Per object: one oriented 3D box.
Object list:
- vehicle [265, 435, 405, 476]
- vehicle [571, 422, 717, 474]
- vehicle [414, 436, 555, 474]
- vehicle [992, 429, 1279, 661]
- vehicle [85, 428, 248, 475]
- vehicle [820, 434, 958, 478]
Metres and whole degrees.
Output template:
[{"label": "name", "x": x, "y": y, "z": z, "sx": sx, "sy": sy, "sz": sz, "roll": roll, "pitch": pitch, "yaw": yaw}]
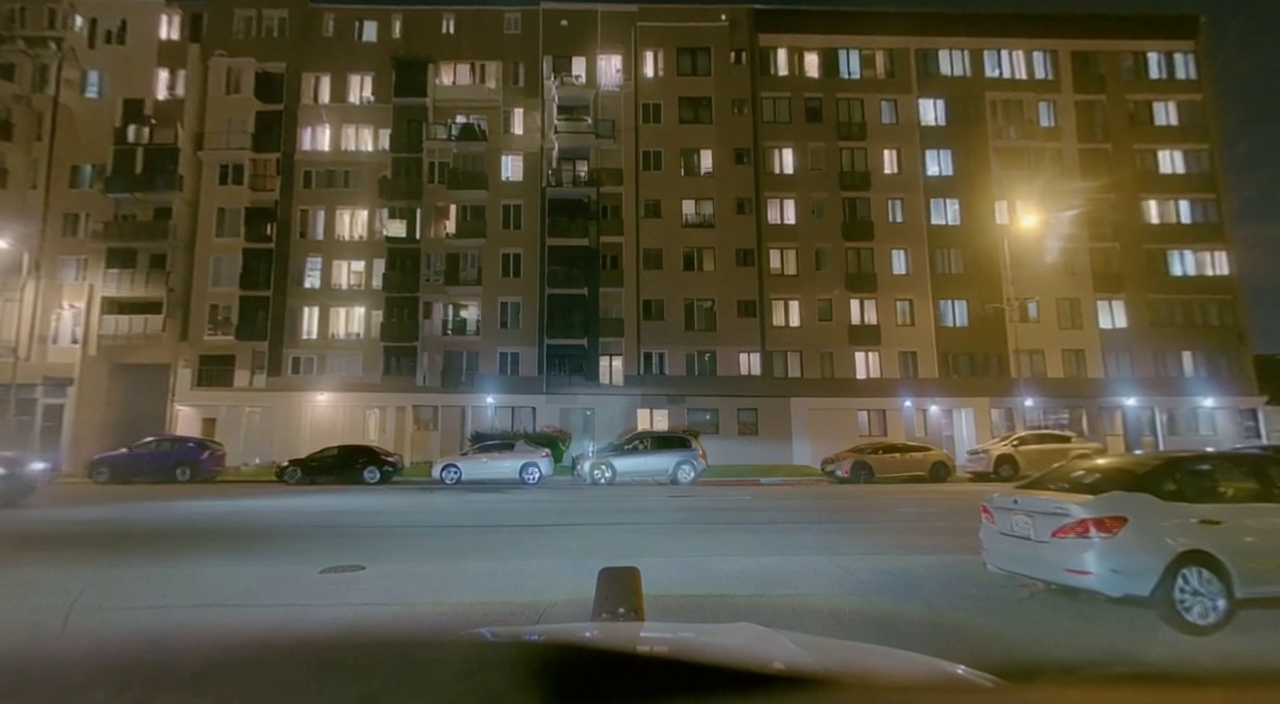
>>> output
[{"label": "vehicle", "x": -11.383, "y": 3.889, "z": 23.806, "sx": 4.336, "sy": 1.438, "sz": 1.776, "roll": 1, "pitch": -8, "yaw": -3}, {"label": "vehicle", "x": 0.090, "y": 3.681, "z": 24.037, "sx": 5.299, "sy": 1.860, "sz": 2.098, "roll": 1, "pitch": -9, "yaw": -5}, {"label": "vehicle", "x": -5.752, "y": 3.904, "z": 23.847, "sx": 4.851, "sy": 1.339, "sz": 1.785, "roll": 0, "pitch": -10, "yaw": -2}, {"label": "vehicle", "x": 5.926, "y": 1.450, "z": 5.354, "sx": 4.714, "sy": 1.471, "sz": 1.978, "roll": 0, "pitch": -4, "yaw": 1}, {"label": "vehicle", "x": -17.489, "y": 3.682, "z": 23.549, "sx": 4.426, "sy": 1.641, "sz": 1.889, "roll": 1, "pitch": -8, "yaw": -5}, {"label": "vehicle", "x": 9.464, "y": 3.953, "z": 24.254, "sx": 4.521, "sy": 1.411, "sz": 1.726, "roll": -2, "pitch": -7, "yaw": -4}]
